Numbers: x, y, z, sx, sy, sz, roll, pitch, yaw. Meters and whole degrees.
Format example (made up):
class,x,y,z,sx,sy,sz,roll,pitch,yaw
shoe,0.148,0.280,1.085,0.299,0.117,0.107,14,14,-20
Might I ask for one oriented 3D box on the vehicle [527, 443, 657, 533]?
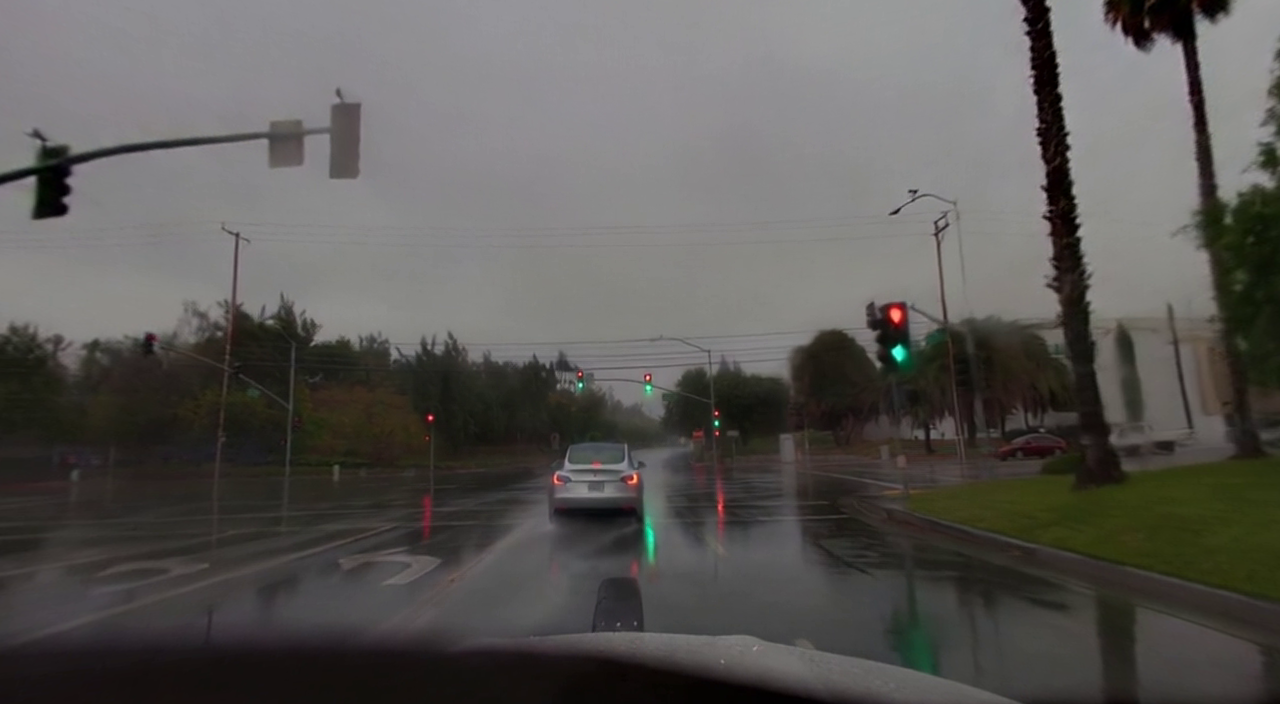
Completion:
class,x,y,z,sx,sy,sz,roll,pitch,yaw
vehicle,-0.857,2.593,12.737,2.152,1.478,4.229,0,-9,-2
